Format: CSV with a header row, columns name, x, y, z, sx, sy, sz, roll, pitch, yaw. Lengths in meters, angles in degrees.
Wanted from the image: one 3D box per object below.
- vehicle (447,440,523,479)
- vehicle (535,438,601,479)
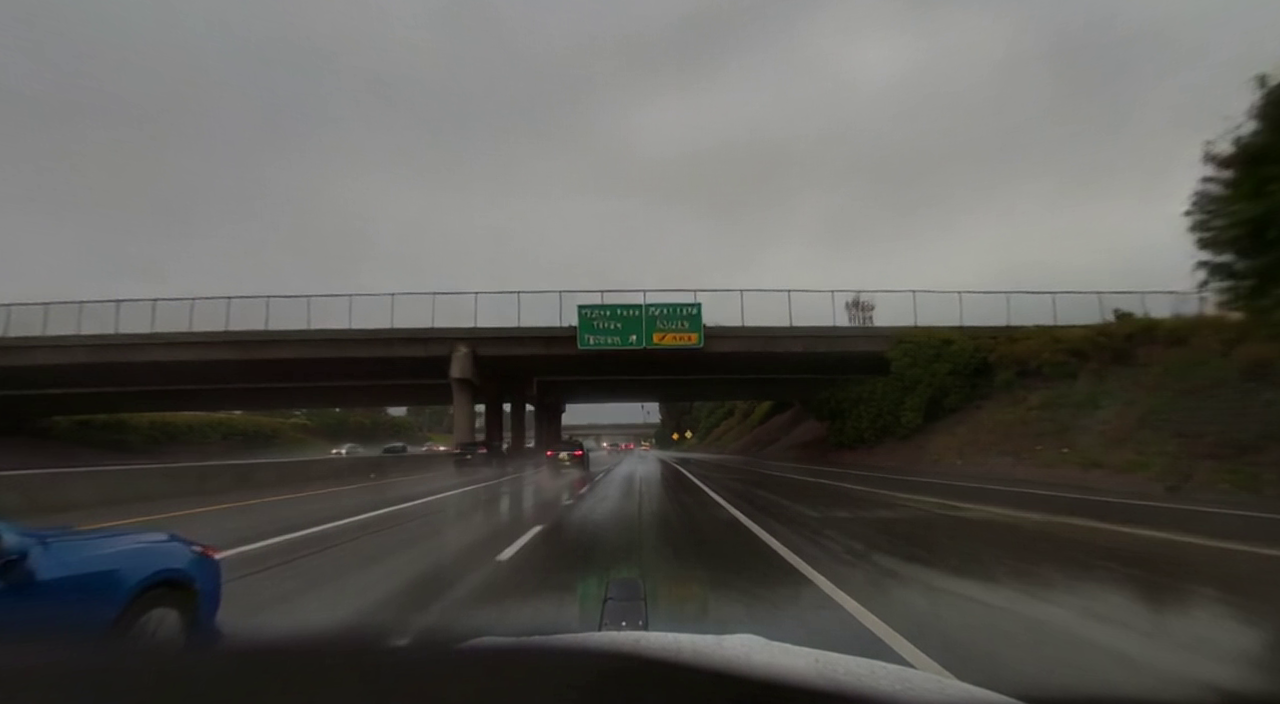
name,x,y,z,sx,sy,sz,roll,pitch,yaw
vehicle,-6.710,4.735,27.970,2.069,1.551,4.830,0,-9,1
vehicle,-3.069,4.661,27.924,2.210,1.628,4.586,-1,-9,2
